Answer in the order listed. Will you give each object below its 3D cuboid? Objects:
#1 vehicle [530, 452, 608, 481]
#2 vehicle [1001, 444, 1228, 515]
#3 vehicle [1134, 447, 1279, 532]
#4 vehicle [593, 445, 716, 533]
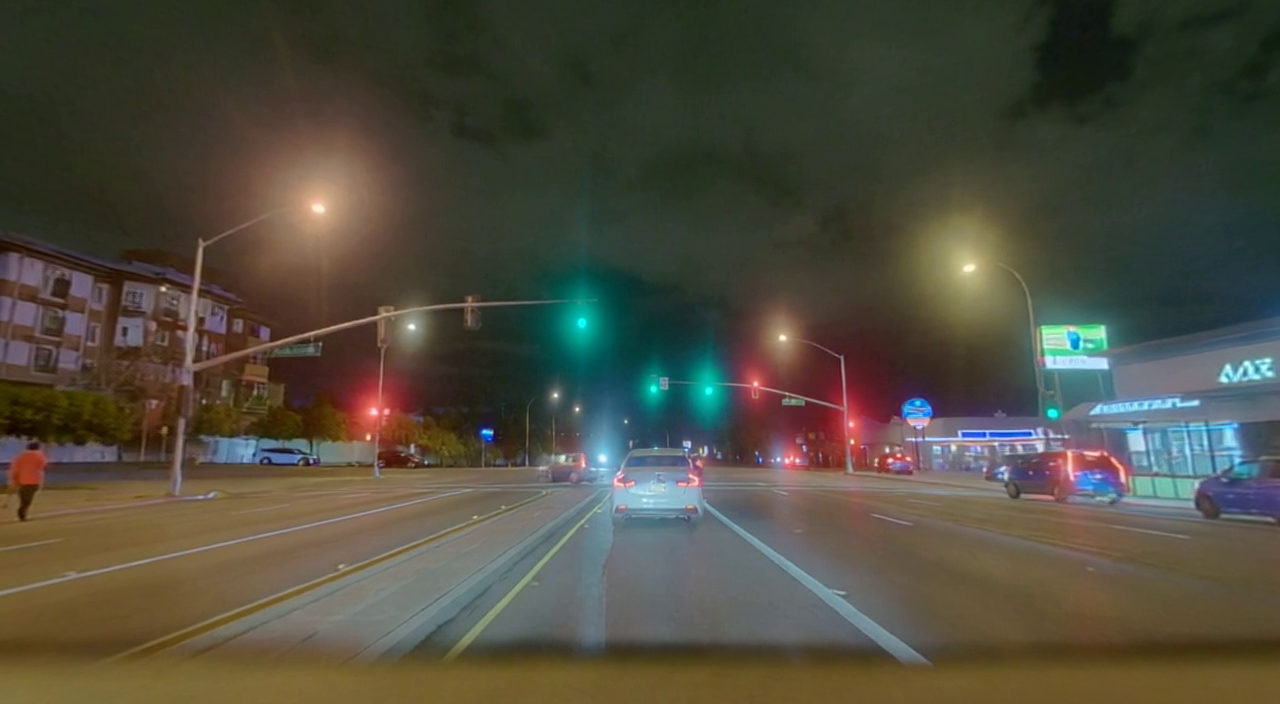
[{"bbox_3d":[-3.808,6.014,33.483,1.841,1.434,4.531,8,-12,-40],"label":"vehicle"},{"bbox_3d":[14.099,3.786,19.450,2.309,1.819,5.793,0,-9,-2],"label":"vehicle"},{"bbox_3d":[14.193,2.981,14.030,2.235,1.721,5.230,0,-9,1],"label":"vehicle"},{"bbox_3d":[0.289,2.652,12.870,2.067,1.471,4.241,0,-9,1],"label":"vehicle"}]
